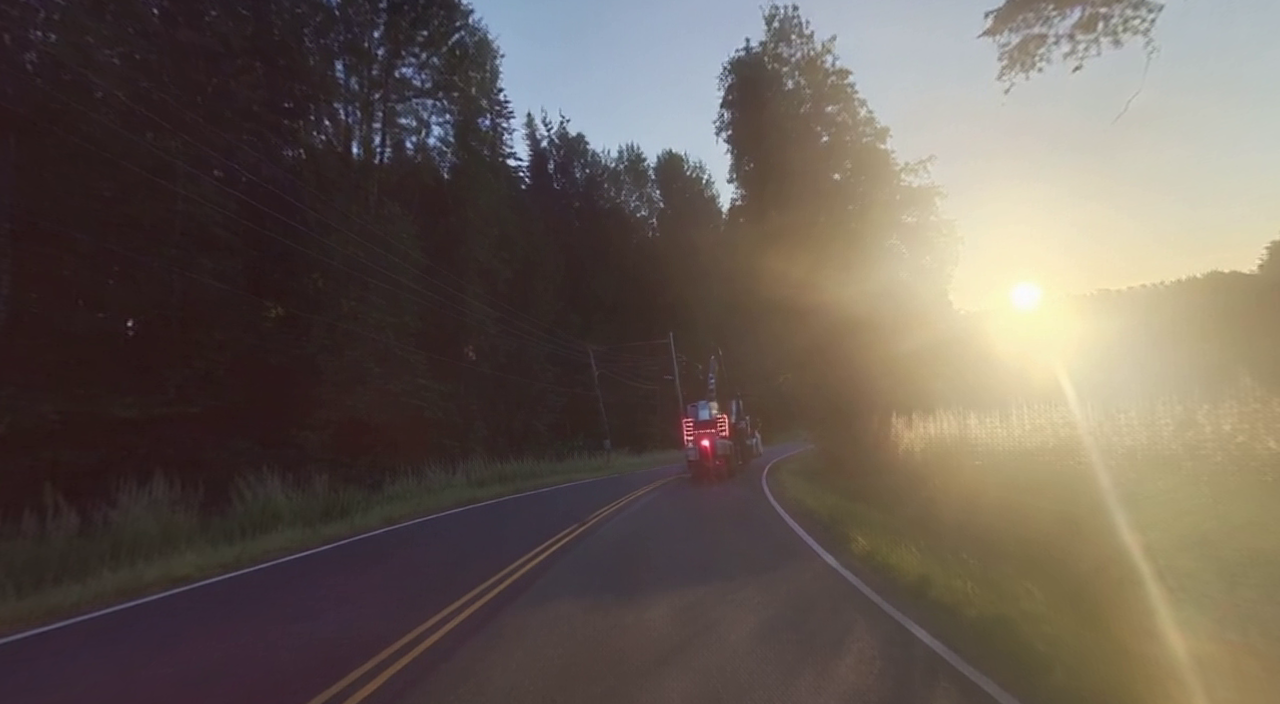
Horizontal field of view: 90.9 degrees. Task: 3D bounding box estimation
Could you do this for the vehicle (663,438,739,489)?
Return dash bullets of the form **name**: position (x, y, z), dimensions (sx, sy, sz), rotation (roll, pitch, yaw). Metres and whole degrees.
- **vehicle**: position (2.044, 3.590, 20.723), dimensions (2.196, 1.465, 4.294), rotation (-1, -8, 7)
